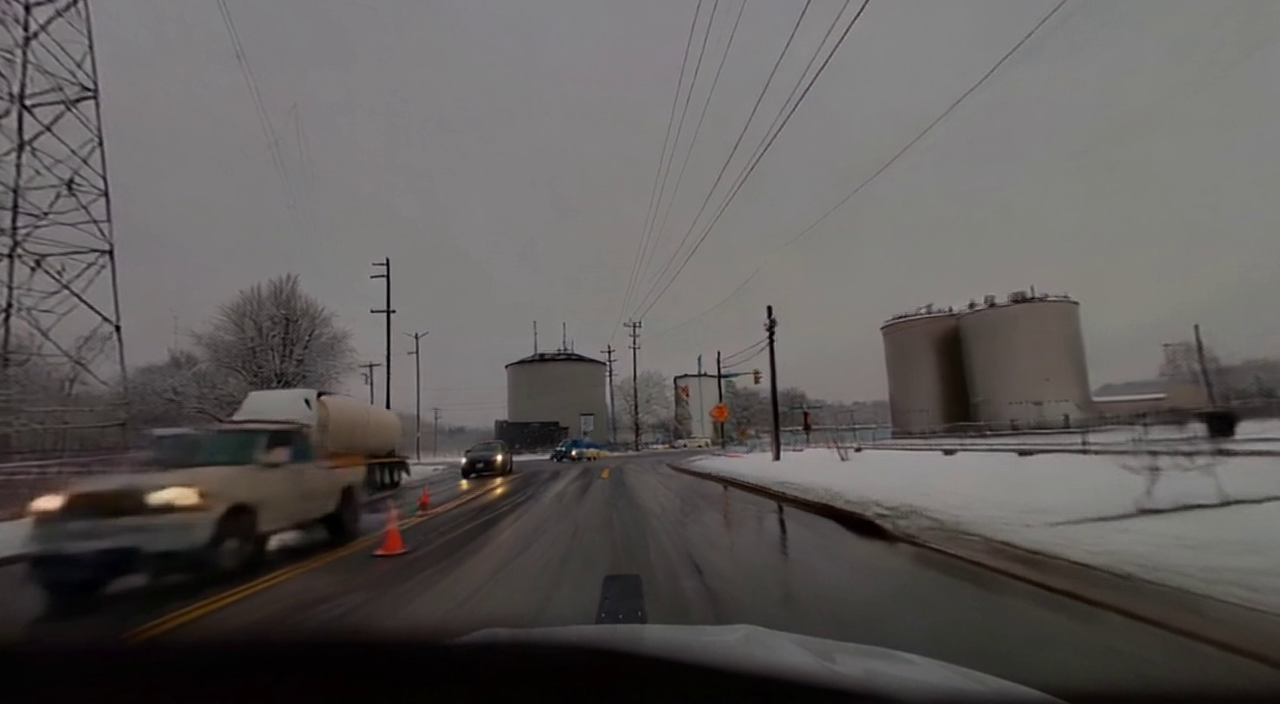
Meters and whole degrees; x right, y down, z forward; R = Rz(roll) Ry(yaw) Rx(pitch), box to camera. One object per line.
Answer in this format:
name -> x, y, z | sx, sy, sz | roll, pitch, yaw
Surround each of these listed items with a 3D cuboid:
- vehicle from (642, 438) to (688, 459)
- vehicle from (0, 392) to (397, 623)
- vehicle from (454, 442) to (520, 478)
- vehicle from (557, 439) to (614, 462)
vehicle -> 1.944, 7.340, 48.021 | 2.053, 1.477, 4.218 | -4, -9, 25
vehicle -> -5.152, 1.616, 7.691 | 2.282, 1.809, 5.297 | 0, -8, 0
vehicle -> -6.732, 4.795, 28.339 | 2.117, 1.484, 4.544 | 0, -9, -4
vehicle -> -4.143, 7.587, 48.797 | 1.944, 1.645, 4.701 | -5, -10, 32
